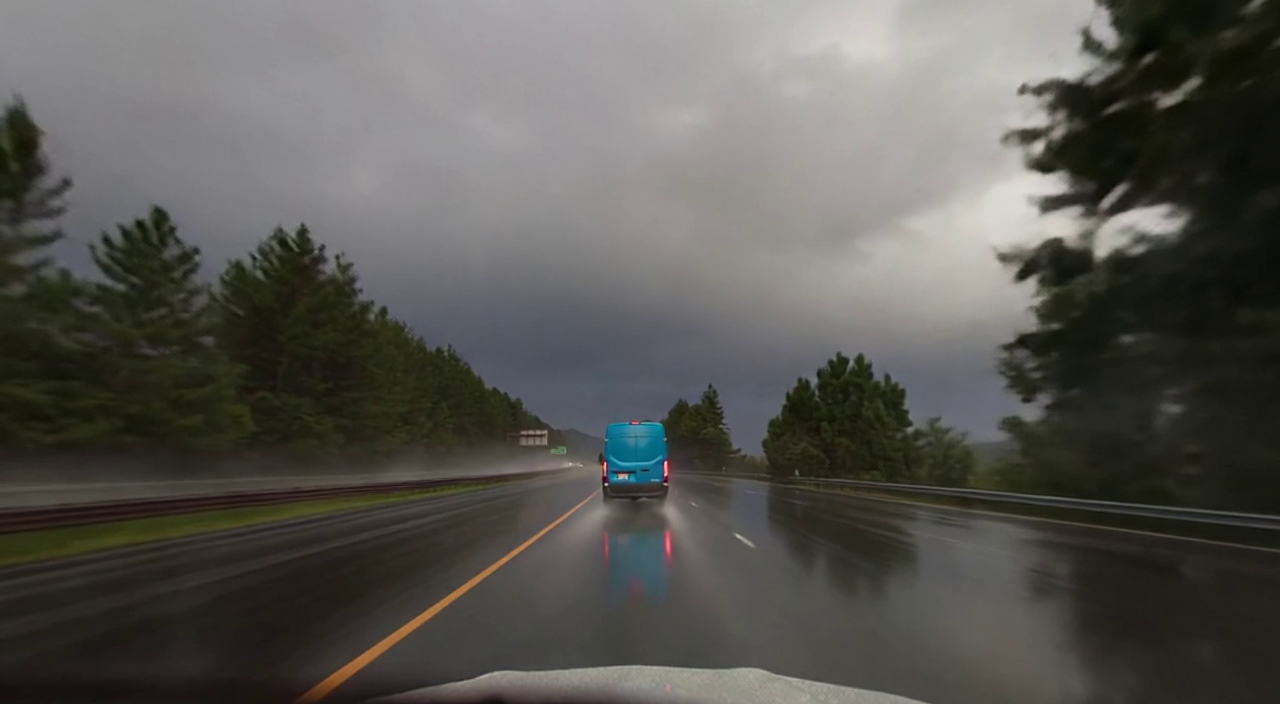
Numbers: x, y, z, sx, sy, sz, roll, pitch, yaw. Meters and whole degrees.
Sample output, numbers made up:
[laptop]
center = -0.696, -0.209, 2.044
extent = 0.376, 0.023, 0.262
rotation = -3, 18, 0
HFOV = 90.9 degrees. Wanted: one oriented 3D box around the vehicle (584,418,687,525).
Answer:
[vehicle]
center = -0.199, 3.339, 17.769
extent = 2.375, 2.432, 6.161
rotation = 1, -10, -2
